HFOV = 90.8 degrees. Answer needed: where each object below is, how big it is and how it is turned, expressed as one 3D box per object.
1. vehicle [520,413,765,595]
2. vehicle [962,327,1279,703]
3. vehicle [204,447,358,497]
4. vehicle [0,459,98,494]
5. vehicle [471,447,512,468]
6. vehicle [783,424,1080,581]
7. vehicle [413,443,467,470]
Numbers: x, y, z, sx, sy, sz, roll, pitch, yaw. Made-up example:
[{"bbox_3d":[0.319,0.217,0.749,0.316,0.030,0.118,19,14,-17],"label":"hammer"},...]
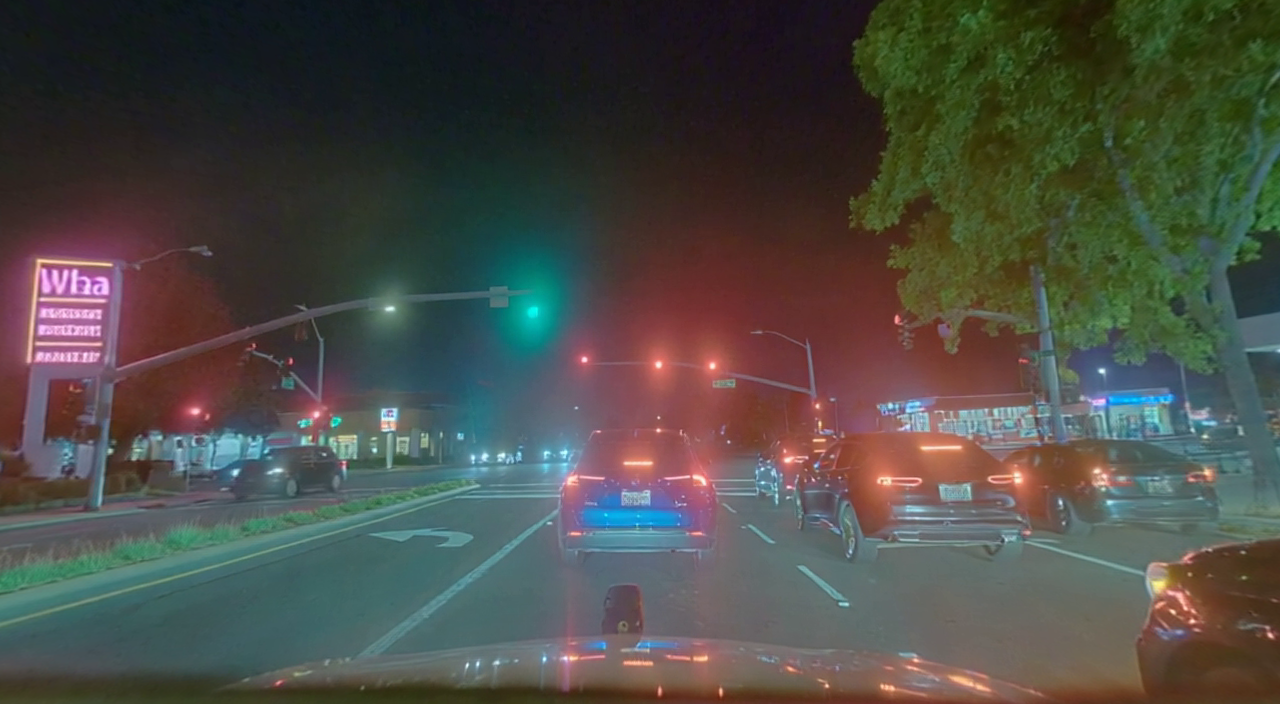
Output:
[{"bbox_3d":[0.002,1.625,7.507,2.154,1.577,3.723,0,-9,-1],"label":"vehicle"},{"bbox_3d":[2.984,0.704,1.557,2.075,1.661,4.401,0,-9,1],"label":"vehicle"},{"bbox_3d":[-12.833,4.233,22.741,4.265,1.604,2.269,8,-12,-44],"label":"vehicle"},{"bbox_3d":[-27.222,5.497,28.067,4.285,1.427,1.883,3,-9,-23],"label":"vehicle"},{"bbox_3d":[-11.276,8.002,48.245,2.099,1.478,4.411,0,-9,0],"label":"vehicle"},{"bbox_3d":[3.319,1.781,8.295,1.865,1.496,4.170,0,-9,0],"label":"vehicle"},{"bbox_3d":[-15.086,7.891,48.049,2.395,1.903,4.860,-1,-9,1],"label":"vehicle"}]
